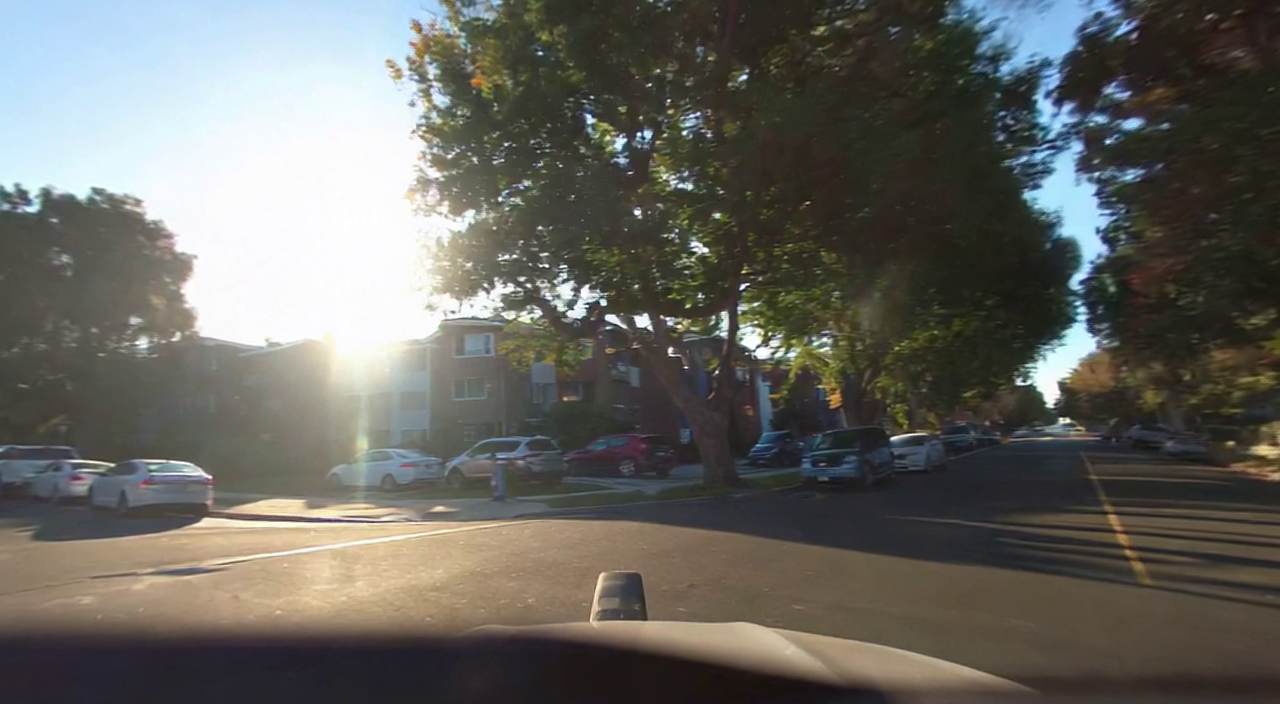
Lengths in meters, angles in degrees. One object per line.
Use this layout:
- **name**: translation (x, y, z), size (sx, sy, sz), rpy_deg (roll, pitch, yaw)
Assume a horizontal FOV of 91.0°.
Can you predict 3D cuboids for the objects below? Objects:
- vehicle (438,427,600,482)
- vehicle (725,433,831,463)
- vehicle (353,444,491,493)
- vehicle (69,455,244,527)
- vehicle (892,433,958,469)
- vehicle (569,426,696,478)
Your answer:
- **vehicle**: translation (-3.763, 3.341, 20.732), size (2.104, 1.533, 5.312), rpy_deg (-6, -10, 33)
- **vehicle**: translation (7.188, 5.041, 33.112), size (5.079, 1.480, 1.802), rpy_deg (-6, -10, 34)
- **vehicle**: translation (-7.123, 3.793, 20.910), size (2.061, 1.417, 3.821), rpy_deg (-5, -10, 31)
- **vehicle**: translation (-11.831, 3.249, 15.314), size (4.744, 1.410, 1.977), rpy_deg (-6, -10, 36)
- **vehicle**: translation (12.953, 4.454, 28.439), size (2.009, 1.454, 4.076), rpy_deg (-6, -10, 33)
- **vehicle**: translation (-0.127, 3.374, 21.334), size (1.918, 1.549, 4.413), rpy_deg (-7, -11, 38)
